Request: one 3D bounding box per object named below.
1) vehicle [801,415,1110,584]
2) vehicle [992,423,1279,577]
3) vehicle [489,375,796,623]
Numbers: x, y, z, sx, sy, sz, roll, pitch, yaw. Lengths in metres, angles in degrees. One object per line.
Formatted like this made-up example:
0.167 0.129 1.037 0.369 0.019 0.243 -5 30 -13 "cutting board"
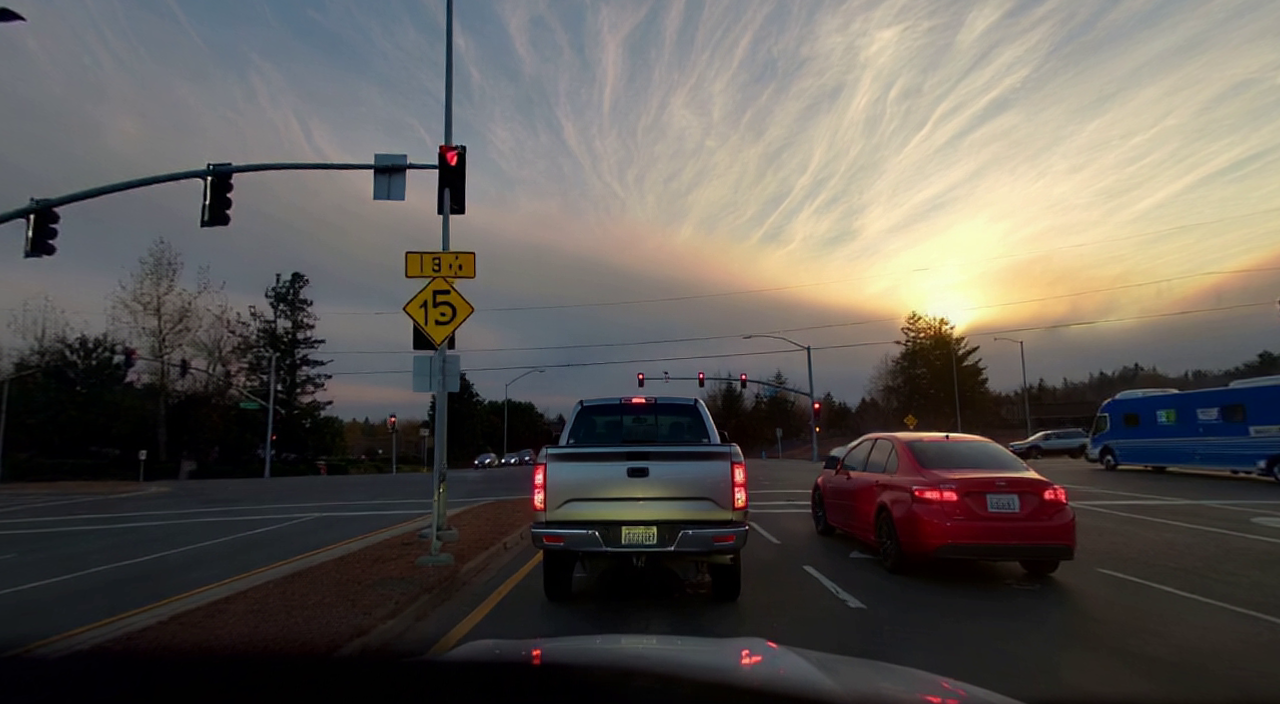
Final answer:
3.581 1.726 8.185 1.981 1.616 4.006 0 -8 1 "vehicle"
6.839 1.745 8.265 1.973 1.470 4.228 0 -8 0 "vehicle"
0.051 1.475 7.354 2.326 1.880 4.964 0 -8 1 "vehicle"
